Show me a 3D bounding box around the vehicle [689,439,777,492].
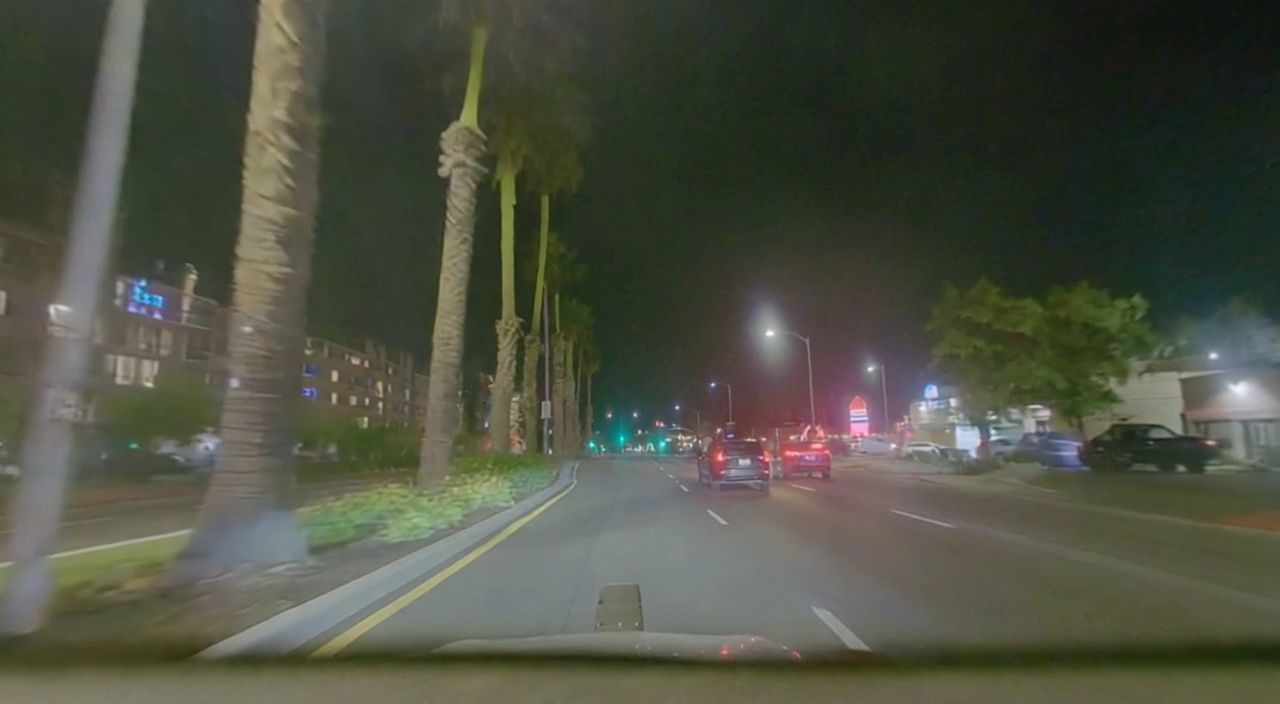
[{"bbox_3d":[2.727,3.456,19.584,1.964,1.448,4.295,0,-9,-2],"label":"vehicle"}]

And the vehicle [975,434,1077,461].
[{"bbox_3d":[22.400,5.568,36.800,4.633,1.518,2.008,0,-9,-1],"label":"vehicle"}]

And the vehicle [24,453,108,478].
[{"bbox_3d":[-36.019,7.100,39.778,1.777,1.425,3.875,1,-9,-5],"label":"vehicle"}]

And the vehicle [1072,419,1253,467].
[{"bbox_3d":[21.920,3.845,26.684,5.644,1.937,2.174,0,-9,-1],"label":"vehicle"}]

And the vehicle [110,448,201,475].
[{"bbox_3d":[-30.850,6.953,40.441,1.933,1.586,4.594,-1,-9,4],"label":"vehicle"}]

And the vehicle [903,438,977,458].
[{"bbox_3d":[22.047,7.074,46.478,4.472,1.451,1.842,0,-9,-1],"label":"vehicle"}]
